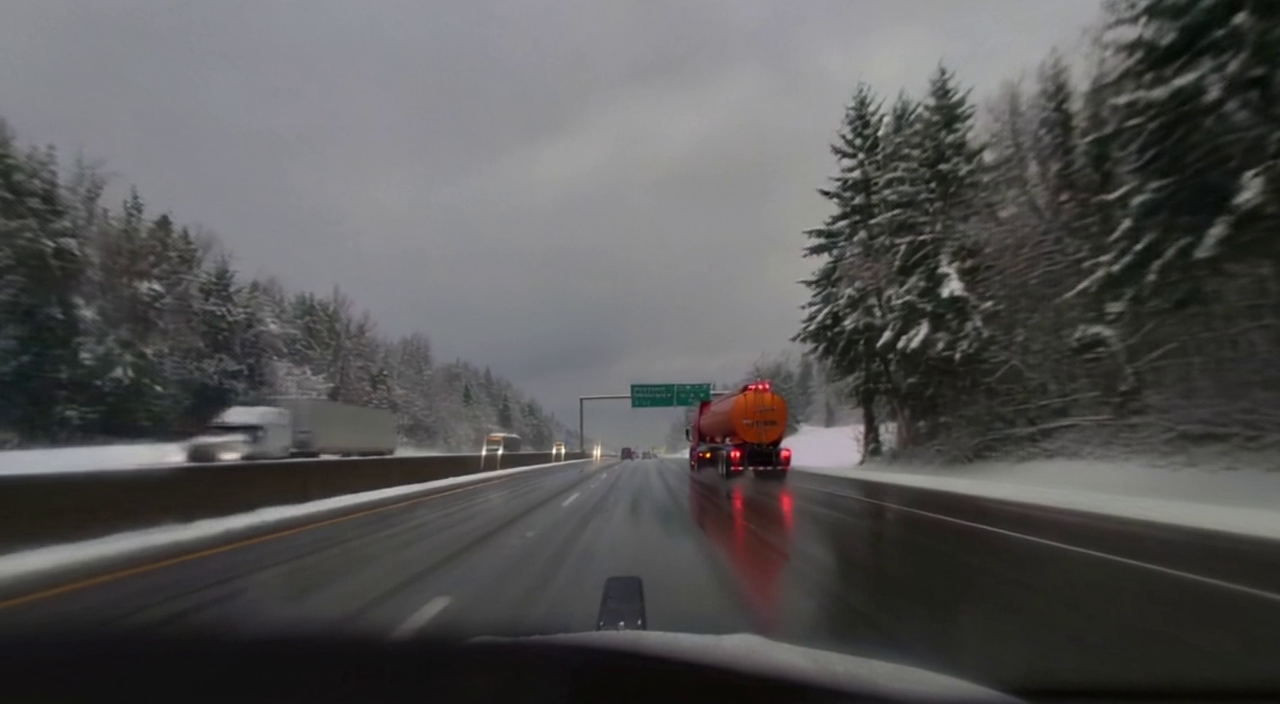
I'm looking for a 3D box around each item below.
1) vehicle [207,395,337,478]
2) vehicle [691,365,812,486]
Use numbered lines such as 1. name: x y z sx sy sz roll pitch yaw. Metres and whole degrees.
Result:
1. vehicle: -18.397 4.335 32.030 2.996 3.818 5.801 0 -9 -1
2. vehicle: 4.378 3.553 28.440 2.784 4.080 13.516 -1 -9 -1
